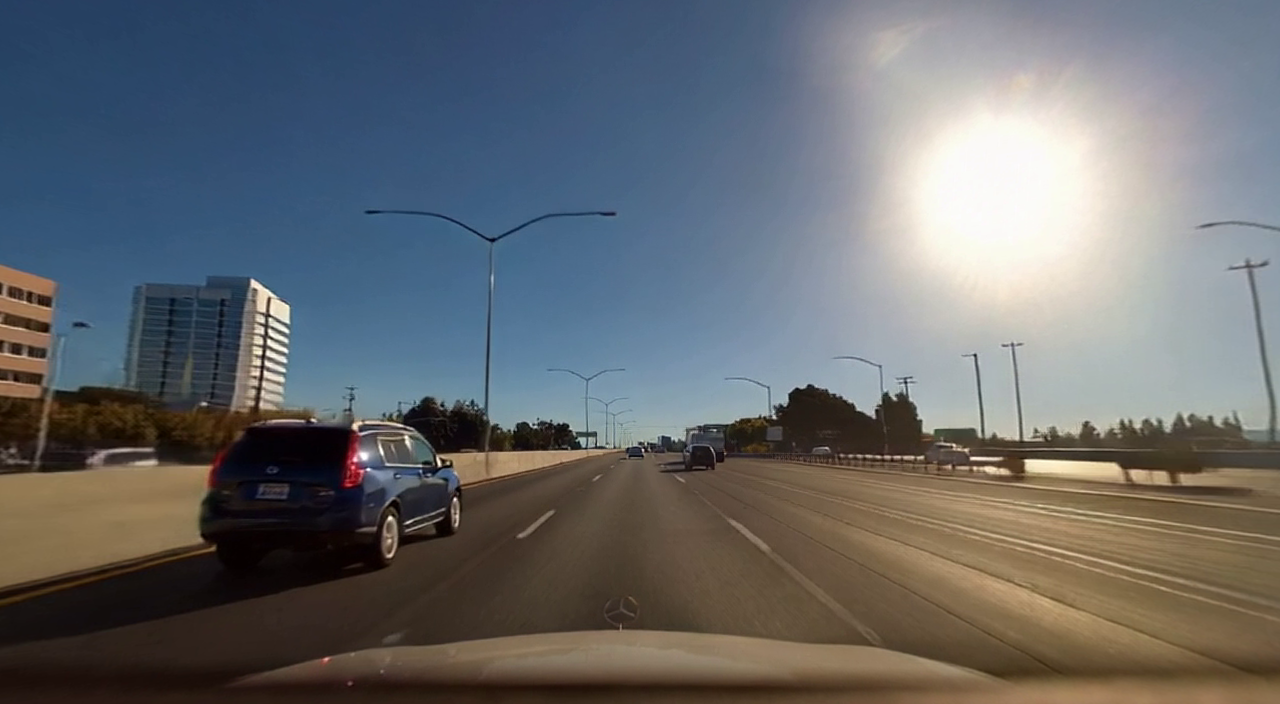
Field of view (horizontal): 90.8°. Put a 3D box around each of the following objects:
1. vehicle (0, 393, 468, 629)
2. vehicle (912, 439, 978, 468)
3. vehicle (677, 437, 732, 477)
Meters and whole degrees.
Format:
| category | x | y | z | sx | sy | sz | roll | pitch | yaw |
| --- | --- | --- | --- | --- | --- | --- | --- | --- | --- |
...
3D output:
| category | x | y | z | sx | sy | sz | roll | pitch | yaw |
| --- | --- | --- | --- | --- | --- | --- | --- | --- | --- |
| vehicle | -3.575 | 1.481 | 6.909 | 2.099 | 1.682 | 4.590 | 0 | -8 | 0 |
| vehicle | 19.763 | 6.594 | 41.175 | 2.070 | 1.782 | 5.006 | -1 | -9 | 4 |
| vehicle | 2.870 | 4.789 | 29.040 | 1.997 | 1.638 | 4.281 | 0 | -8 | -1 |
